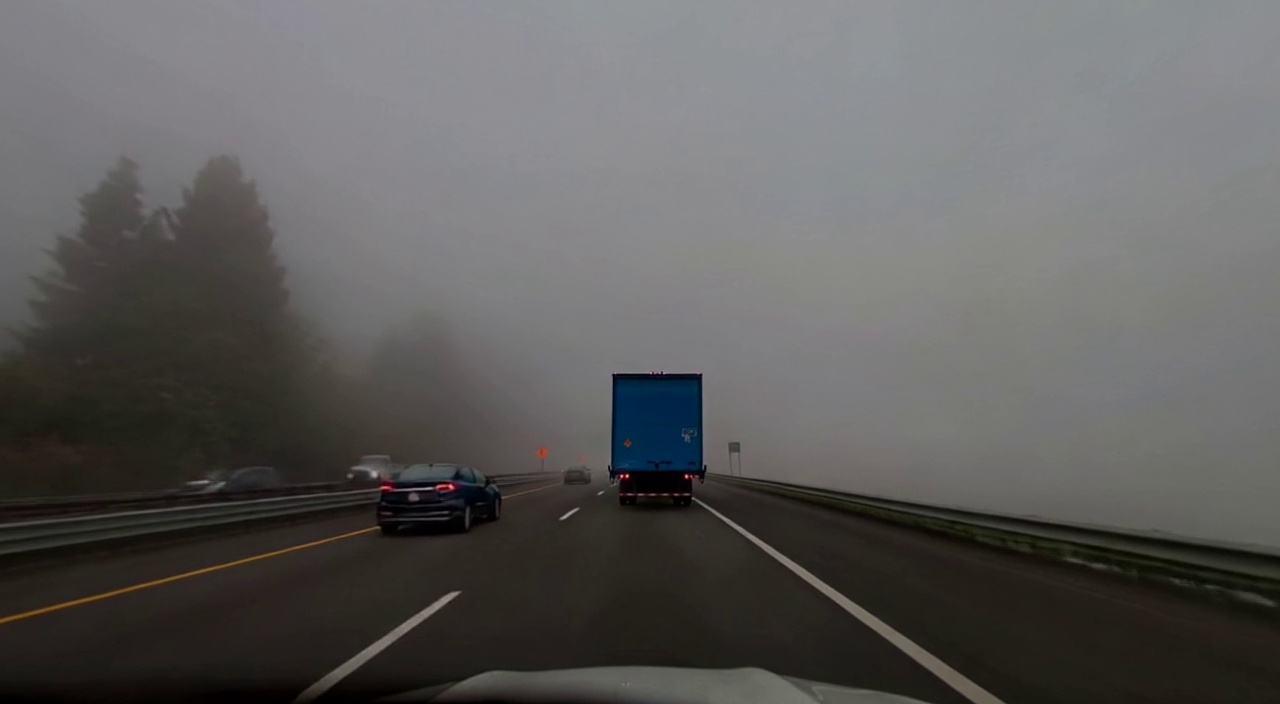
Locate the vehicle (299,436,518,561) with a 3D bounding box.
[{"bbox_3d":[-3.671,2.465,11.128,2.076,1.691,4.555,1,-10,0],"label":"vehicle"}]

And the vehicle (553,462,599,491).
[{"bbox_3d":[-3.589,7.148,36.372,2.079,1.506,4.821,0,-10,1],"label":"vehicle"}]

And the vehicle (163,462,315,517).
[{"bbox_3d":[-12.705,4.376,20.412,1.980,1.532,4.448,1,-10,0],"label":"vehicle"}]

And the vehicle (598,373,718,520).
[{"bbox_3d":[0.441,3.234,20.728,3.008,3.678,9.512,1,-10,0],"label":"vehicle"}]
